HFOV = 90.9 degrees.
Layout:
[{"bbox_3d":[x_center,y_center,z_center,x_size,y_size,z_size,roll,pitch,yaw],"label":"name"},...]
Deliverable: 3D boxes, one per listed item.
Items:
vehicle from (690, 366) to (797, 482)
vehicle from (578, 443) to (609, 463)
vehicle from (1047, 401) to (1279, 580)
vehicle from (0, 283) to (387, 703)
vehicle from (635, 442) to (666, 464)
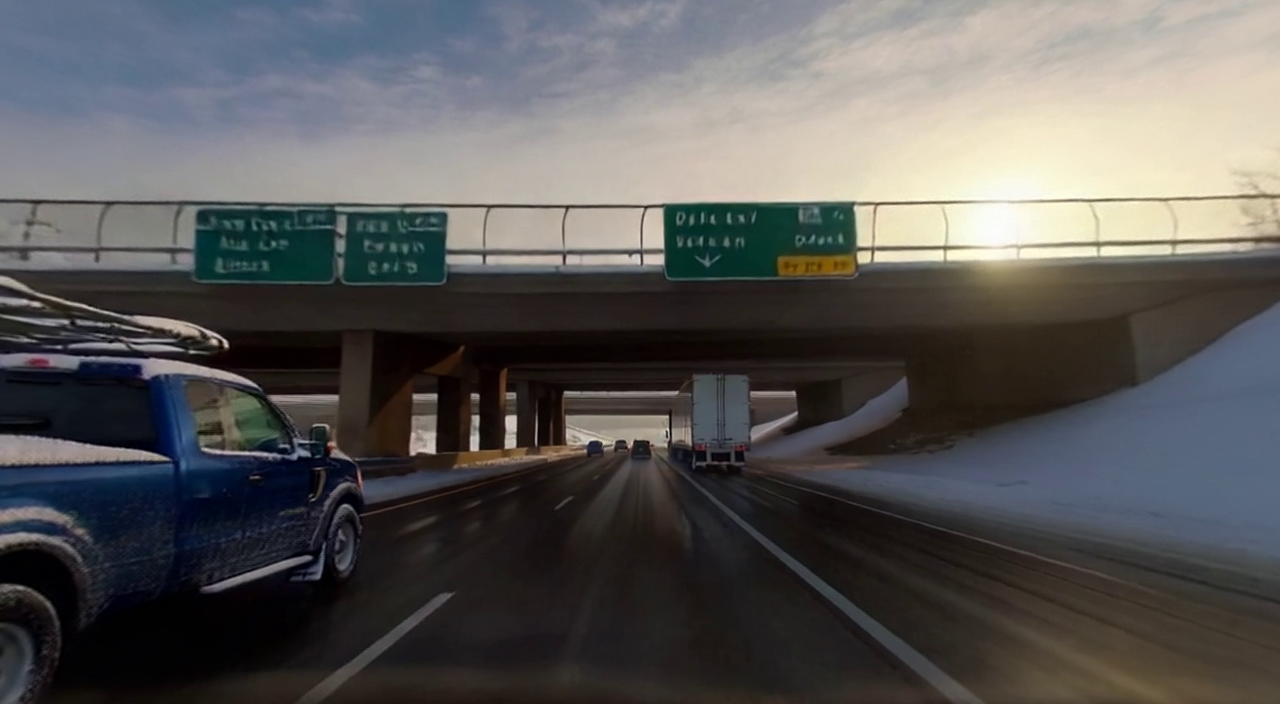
[{"bbox_3d":[4.116,3.443,28.538,2.885,4.036,12.891,0,-8,1],"label":"vehicle"},{"bbox_3d":[-3.453,7.648,47.842,2.077,1.446,4.106,0,-8,0],"label":"vehicle"},{"bbox_3d":[7.134,1.480,7.103,1.999,1.700,4.640,0,-8,1],"label":"vehicle"},{"bbox_3d":[-4.160,0.863,3.717,2.599,2.054,6.288,0,-8,1],"label":"vehicle"},{"bbox_3d":[0.735,7.208,45.127,2.092,1.446,4.092,0,-8,1],"label":"vehicle"}]
